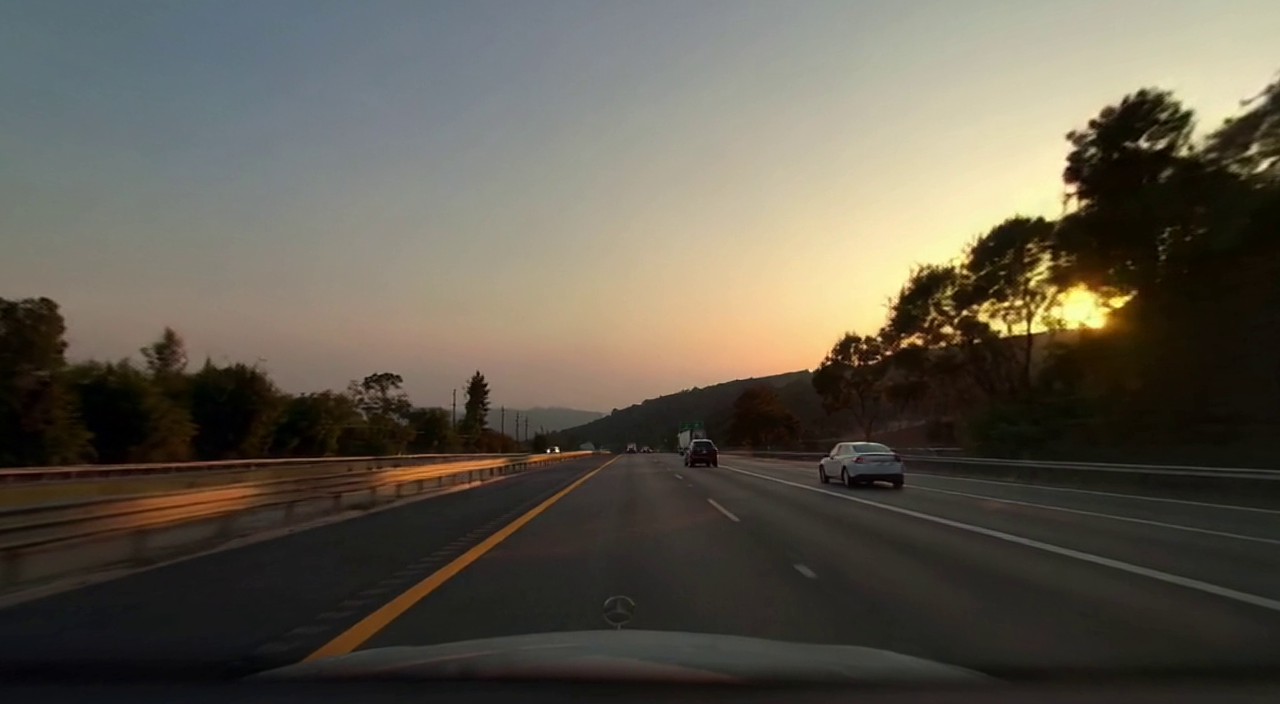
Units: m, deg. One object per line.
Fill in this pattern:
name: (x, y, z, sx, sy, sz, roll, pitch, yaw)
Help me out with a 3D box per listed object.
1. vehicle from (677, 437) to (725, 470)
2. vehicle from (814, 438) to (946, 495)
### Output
vehicle: (3.480, 5.892, 36.800, 2.141, 1.785, 4.778, 0, -8, -2)
vehicle: (7.198, 3.476, 19.645, 2.046, 1.509, 4.929, 0, -8, -2)
